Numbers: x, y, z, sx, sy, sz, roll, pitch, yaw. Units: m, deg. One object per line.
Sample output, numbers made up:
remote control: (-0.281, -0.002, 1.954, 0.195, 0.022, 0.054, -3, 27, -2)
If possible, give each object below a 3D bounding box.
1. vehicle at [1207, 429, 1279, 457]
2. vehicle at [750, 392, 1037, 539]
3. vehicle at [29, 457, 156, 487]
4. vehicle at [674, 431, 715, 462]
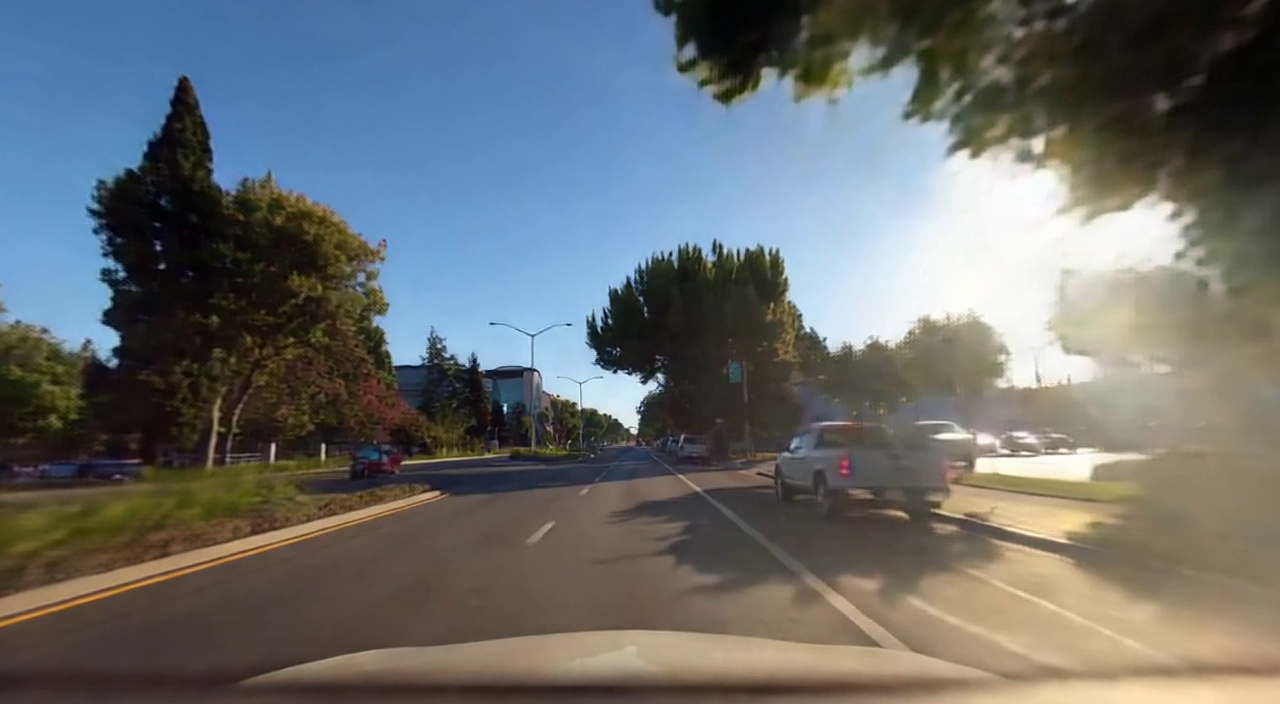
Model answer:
vehicle: (38.484, 5.645, 39.350, 1.870, 1.514, 4.544, -5, -8, -1)
vehicle: (3.799, 1.862, 11.010, 2.493, 1.896, 5.433, 0, -8, -3)
vehicle: (-29.045, 6.376, 33.565, 4.719, 1.433, 1.995, 0, -8, -5)
vehicle: (3.456, 6.076, 40.534, 2.144, 1.848, 4.159, 0, -8, -2)
